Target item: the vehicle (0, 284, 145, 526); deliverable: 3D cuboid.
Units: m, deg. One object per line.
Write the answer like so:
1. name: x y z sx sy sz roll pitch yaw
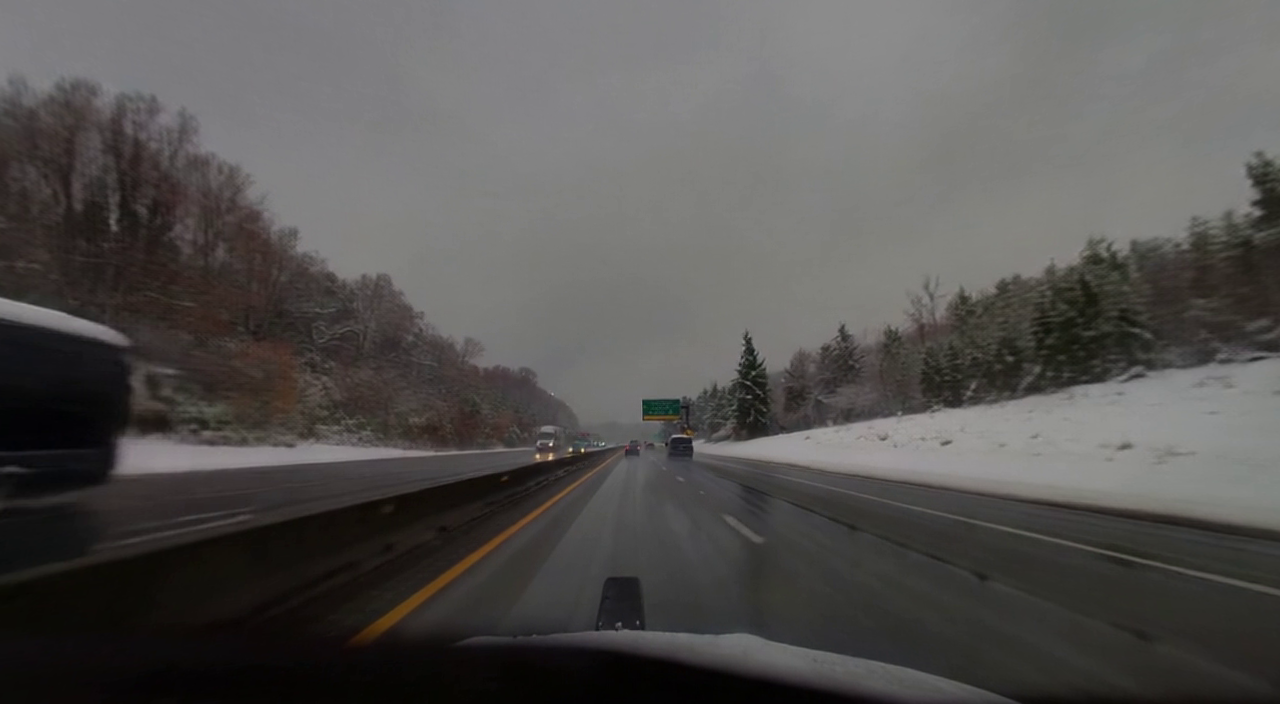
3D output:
1. vehicle: -12.153 0.276 6.411 2.937 4.007 14.048 0 -8 0

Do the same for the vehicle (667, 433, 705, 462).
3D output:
1. vehicle: 3.442 7.219 47.721 2.393 2.072 4.958 0 -8 -1
